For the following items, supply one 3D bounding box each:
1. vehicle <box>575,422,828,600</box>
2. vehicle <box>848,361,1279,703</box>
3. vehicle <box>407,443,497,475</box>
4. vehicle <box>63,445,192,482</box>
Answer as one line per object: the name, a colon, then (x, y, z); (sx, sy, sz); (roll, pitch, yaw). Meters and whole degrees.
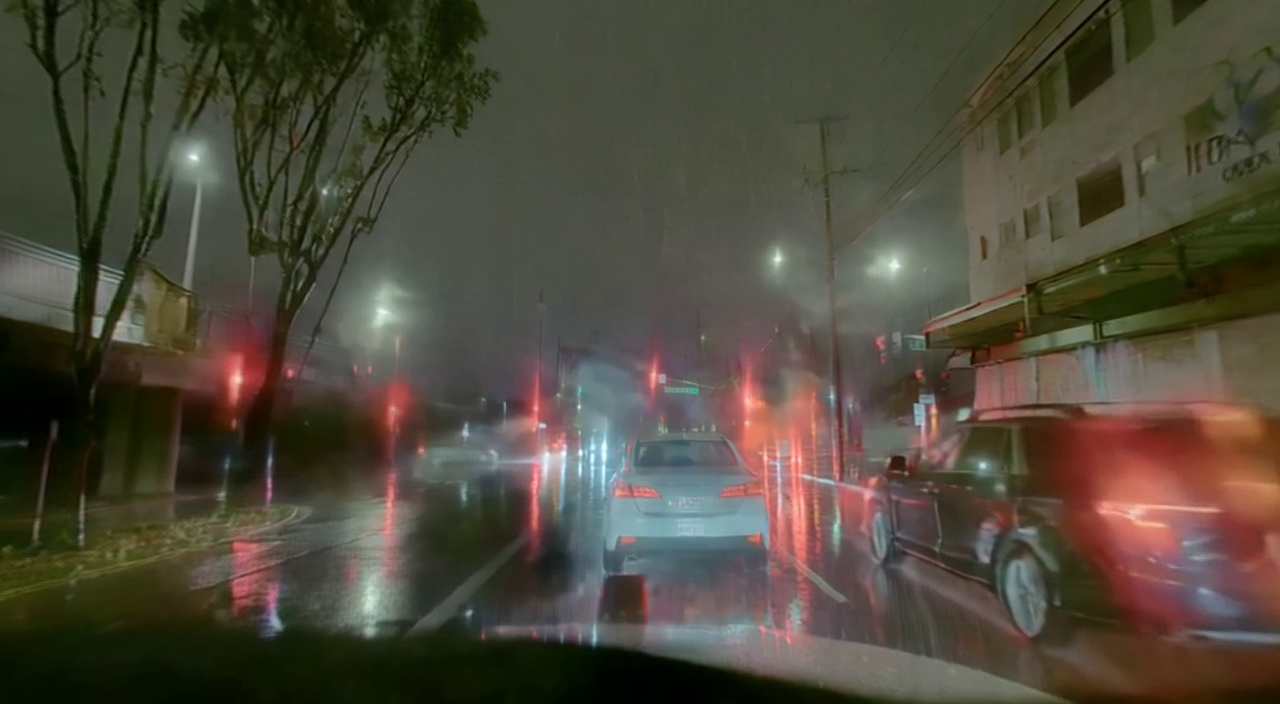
vehicle: (0.535, 1.640, 7.434); (2.101, 1.467, 4.210); (0, -8, 1)
vehicle: (3.610, 1.257, 5.510); (2.062, 1.781, 4.488); (0, -8, 0)
vehicle: (-9.275, 5.291, 31.499); (1.873, 1.462, 4.283); (-4, -9, 25)
vehicle: (-24.915, 5.410, 30.776); (4.474, 1.673, 2.010); (0, -8, 1)
